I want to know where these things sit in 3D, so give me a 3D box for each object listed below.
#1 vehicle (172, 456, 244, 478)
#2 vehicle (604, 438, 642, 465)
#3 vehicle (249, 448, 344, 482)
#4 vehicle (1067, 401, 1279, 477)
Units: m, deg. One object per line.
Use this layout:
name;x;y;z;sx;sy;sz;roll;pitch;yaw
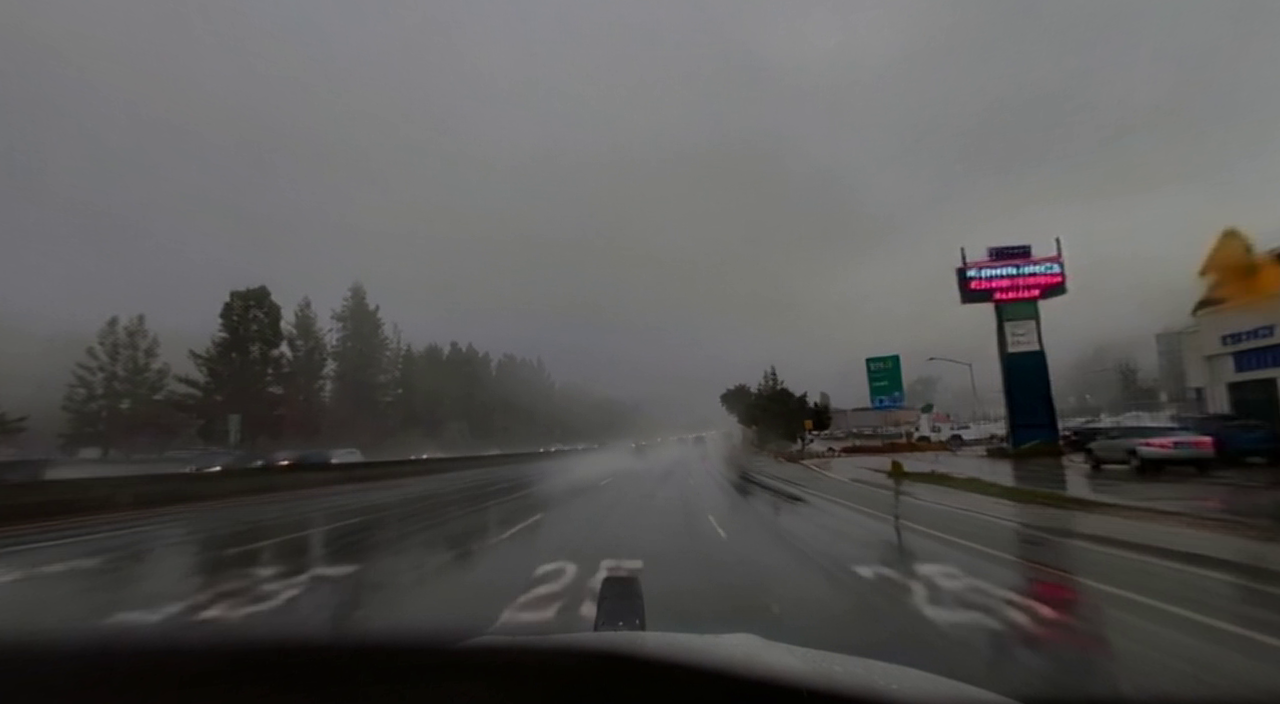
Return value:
vehicle;-30.325;8.068;44.540;1.809;1.451;4.370;-1;-9;4
vehicle;-1.129;7.048;44.813;2.139;1.782;4.079;-1;-9;6
vehicle;-17.371;5.702;32.245;1.987;1.603;4.577;-1;-9;4
vehicle;17.619;2.869;20.488;5.837;2.109;2.476;-7;-11;28
